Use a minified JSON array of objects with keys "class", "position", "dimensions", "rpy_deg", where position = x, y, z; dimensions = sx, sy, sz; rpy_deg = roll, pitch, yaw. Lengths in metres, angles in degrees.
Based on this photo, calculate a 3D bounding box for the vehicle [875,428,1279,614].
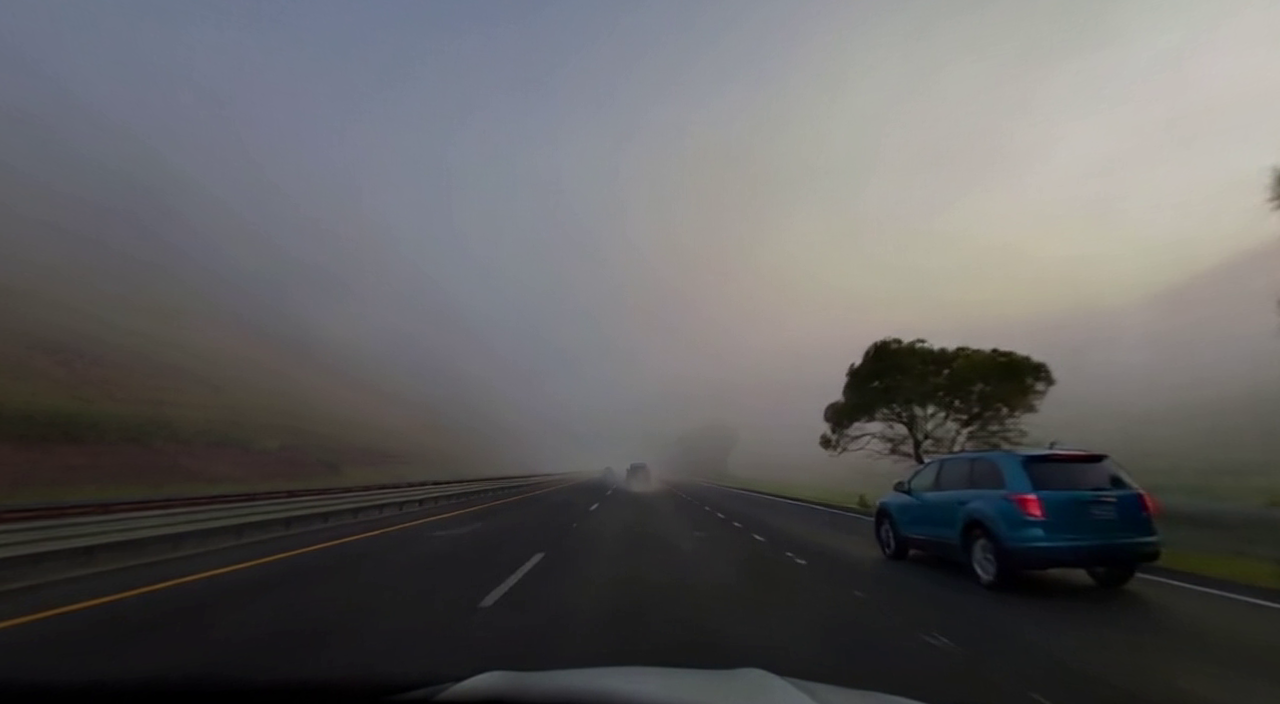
[{"class":"vehicle","position":[5.182,2.069,8.463],"dimensions":[2.089,1.770,4.571],"rpy_deg":[1,-11,-3]}]
